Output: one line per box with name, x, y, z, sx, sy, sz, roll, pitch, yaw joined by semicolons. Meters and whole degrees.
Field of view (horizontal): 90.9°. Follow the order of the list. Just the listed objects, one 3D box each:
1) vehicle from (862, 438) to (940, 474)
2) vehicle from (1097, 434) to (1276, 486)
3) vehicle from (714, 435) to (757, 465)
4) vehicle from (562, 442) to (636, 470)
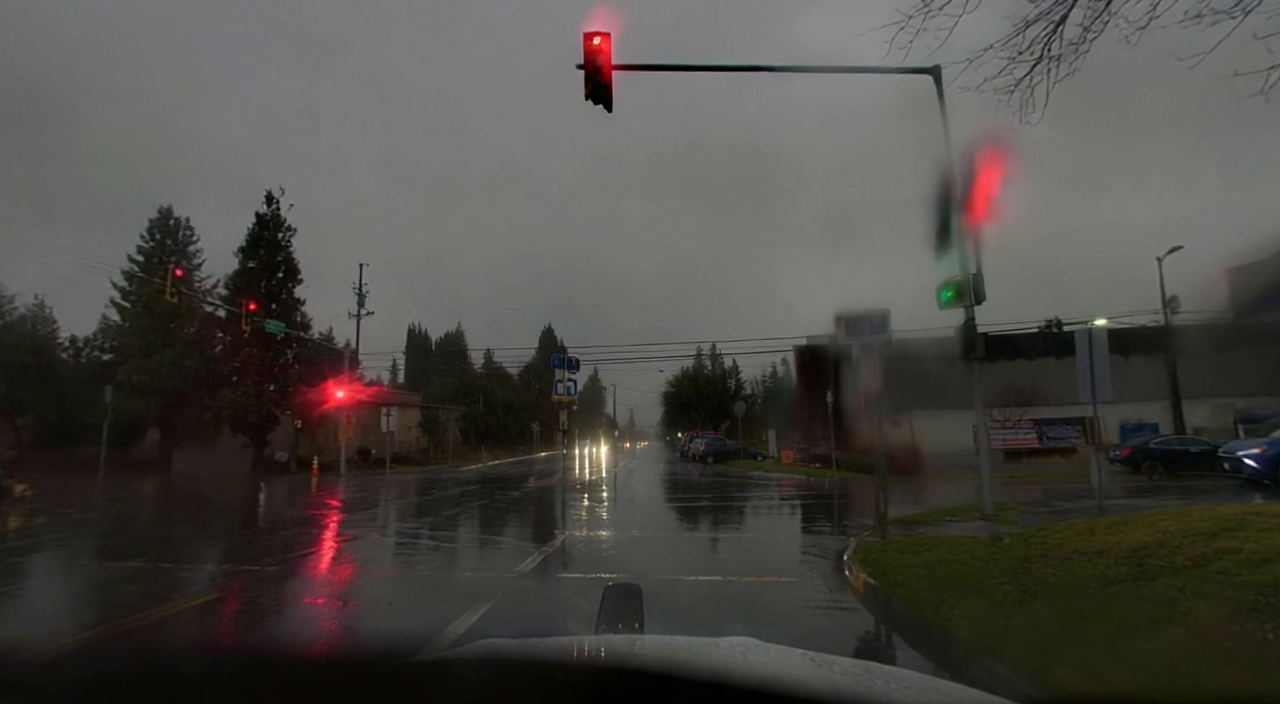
vehicle;12.396;5.041;30.270;1.922;1.529;3.964;0;-12;-1
vehicle;16.791;3.320;19.516;3.876;1.512;1.784;0;-8;-1
vehicle;6.943;7.147;46.140;1.491;2.041;2.964;6;-9;-35
vehicle;-2.447;6.156;37.559;3.991;1.526;1.868;-4;-9;30
